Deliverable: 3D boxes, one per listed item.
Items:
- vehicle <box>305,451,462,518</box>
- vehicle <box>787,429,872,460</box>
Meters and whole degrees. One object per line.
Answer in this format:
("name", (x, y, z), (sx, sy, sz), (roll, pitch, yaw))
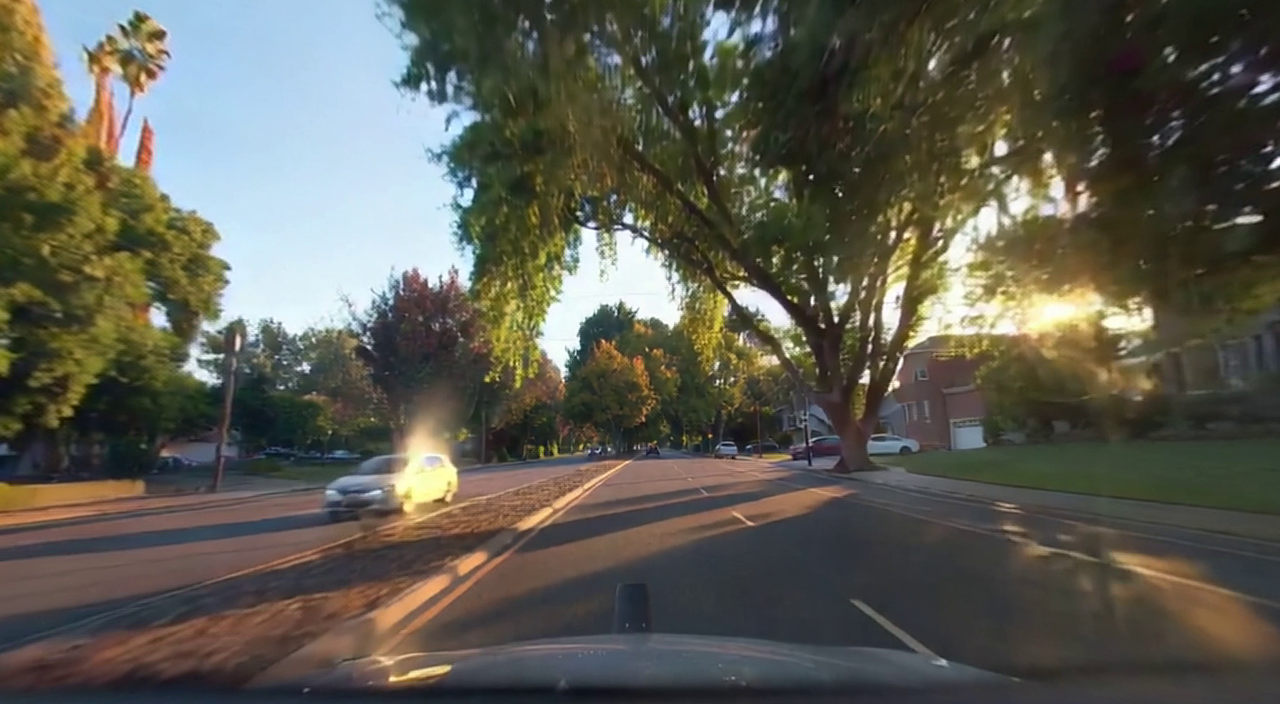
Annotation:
("vehicle", (-6.543, 3.397, 16.787), (2.188, 1.478, 4.567), (0, -8, 1))
("vehicle", (14.875, 7.300, 49.828), (5.886, 2.000, 2.372), (-4, -8, 5))
